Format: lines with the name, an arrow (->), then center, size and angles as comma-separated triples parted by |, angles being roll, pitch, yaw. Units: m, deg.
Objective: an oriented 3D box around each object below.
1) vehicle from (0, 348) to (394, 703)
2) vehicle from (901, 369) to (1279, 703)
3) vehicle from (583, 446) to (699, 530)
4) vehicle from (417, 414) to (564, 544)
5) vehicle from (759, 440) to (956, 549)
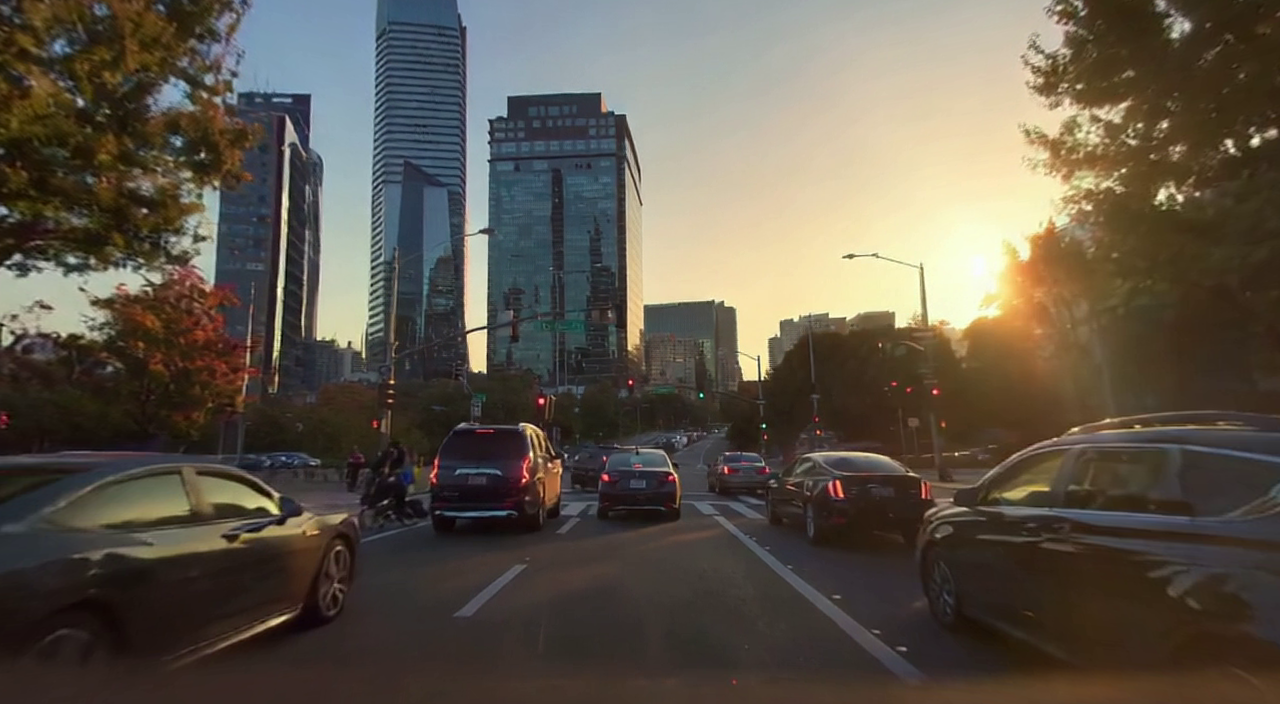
vehicle -> -3.378, 1.108, 3.894 | 2.046, 1.744, 4.407 | 0, -8, -2
vehicle -> 3.330, 1.036, 3.239 | 2.179, 1.631, 4.173 | 0, -8, 0
vehicle -> 0.045, 2.672, 13.009 | 2.031, 1.461, 3.763 | 0, -8, 1
vehicle -> -2.594, 2.279, 11.886 | 1.683, 2.039, 3.703 | 0, -8, 3
vehicle -> 3.541, 2.380, 11.332 | 1.973, 1.537, 4.533 | 0, -8, 1
